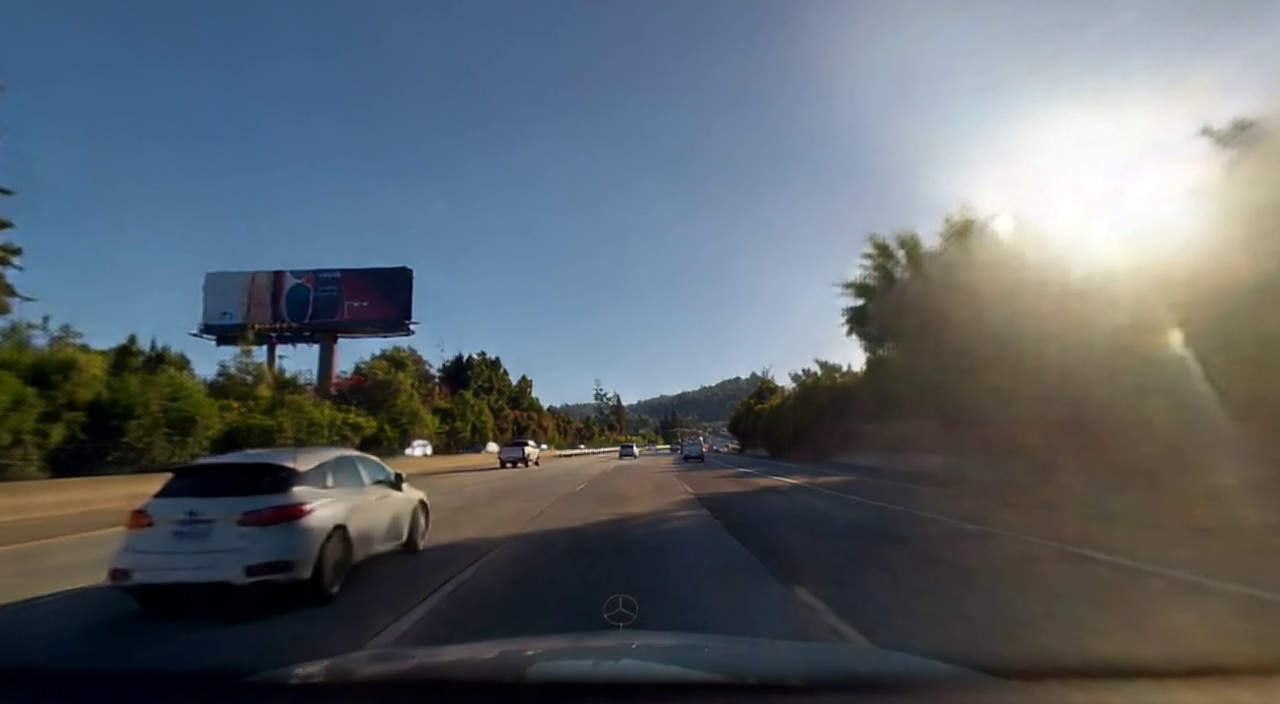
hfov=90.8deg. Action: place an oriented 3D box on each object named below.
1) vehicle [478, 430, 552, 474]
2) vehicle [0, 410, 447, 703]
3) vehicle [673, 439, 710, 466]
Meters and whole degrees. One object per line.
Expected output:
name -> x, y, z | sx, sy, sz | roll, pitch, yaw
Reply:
vehicle -> -6.300, 5.153, 32.721 | 2.383, 2.048, 5.875 | -1, -9, 3
vehicle -> -3.215, 1.297, 4.615 | 2.192, 1.482, 4.454 | 0, -8, 0
vehicle -> 3.617, 7.240, 45.497 | 2.211, 1.814, 4.404 | 0, -9, -1
